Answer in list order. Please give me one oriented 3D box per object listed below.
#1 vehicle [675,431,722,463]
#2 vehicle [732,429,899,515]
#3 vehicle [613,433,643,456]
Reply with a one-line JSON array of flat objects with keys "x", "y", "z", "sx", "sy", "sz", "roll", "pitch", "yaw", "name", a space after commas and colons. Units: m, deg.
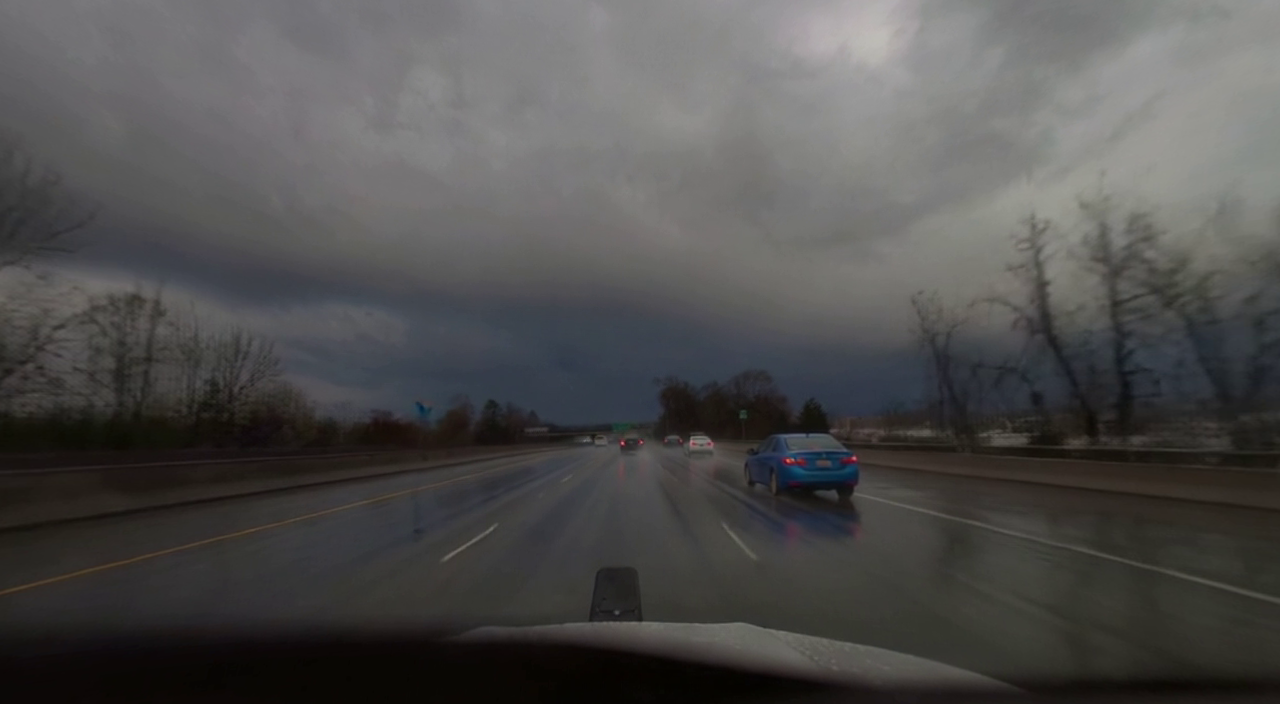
[{"x": 3.245, "y": 5.352, "z": 35.601, "sx": 2.098, "sy": 1.677, "sz": 4.275, "roll": 0, "pitch": -8, "yaw": -2, "name": "vehicle"}, {"x": 3.430, "y": 2.424, "z": 13.395, "sx": 2.056, "sy": 1.479, "sz": 4.660, "roll": 0, "pitch": -8, "yaw": -2, "name": "vehicle"}, {"x": -0.958, "y": 7.001, "z": 47.712, "sx": 2.182, "sy": 1.680, "sz": 4.253, "roll": 0, "pitch": -8, "yaw": -2, "name": "vehicle"}]
